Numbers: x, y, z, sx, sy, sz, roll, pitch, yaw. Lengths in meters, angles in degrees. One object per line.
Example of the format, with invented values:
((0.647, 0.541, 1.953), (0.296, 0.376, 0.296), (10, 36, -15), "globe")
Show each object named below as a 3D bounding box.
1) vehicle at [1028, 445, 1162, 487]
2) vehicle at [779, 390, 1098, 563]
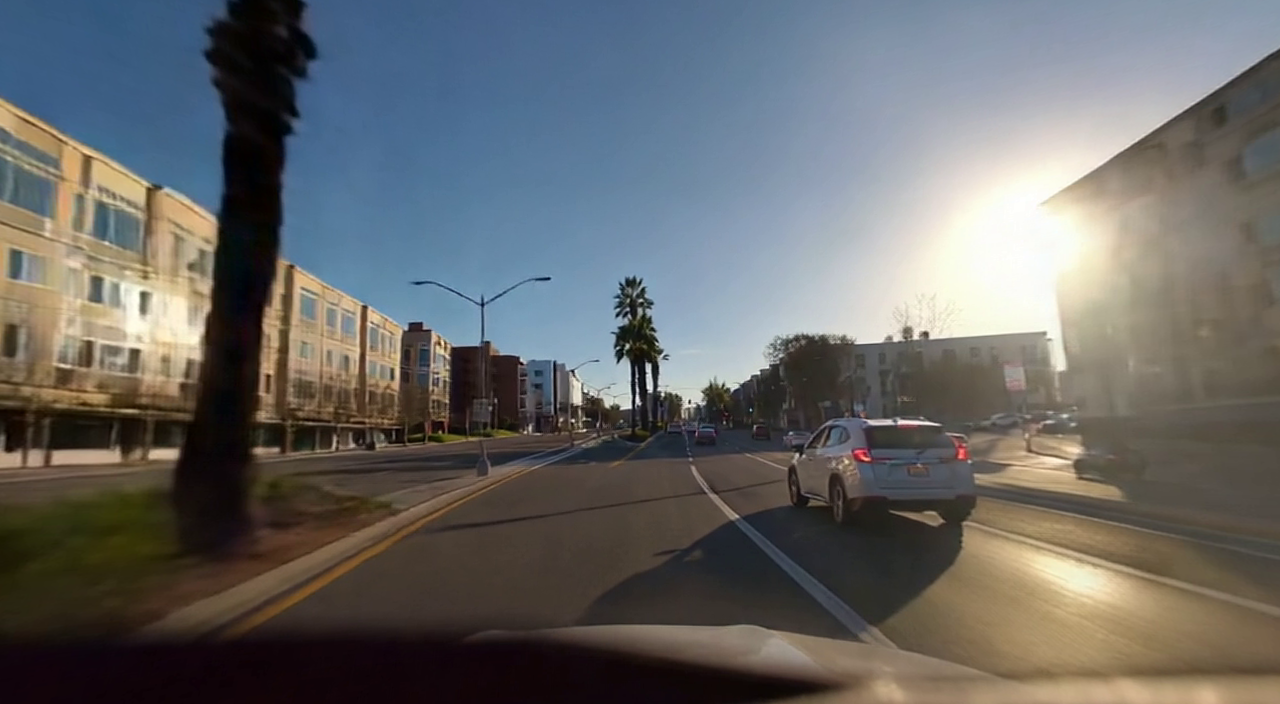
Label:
((17.355, 4.364, 24.430), (1.869, 1.438, 4.366), (0, -9, -1), "vehicle")
((3.659, 1.680, 9.057), (2.219, 1.795, 4.718), (0, -9, 0), "vehicle")
